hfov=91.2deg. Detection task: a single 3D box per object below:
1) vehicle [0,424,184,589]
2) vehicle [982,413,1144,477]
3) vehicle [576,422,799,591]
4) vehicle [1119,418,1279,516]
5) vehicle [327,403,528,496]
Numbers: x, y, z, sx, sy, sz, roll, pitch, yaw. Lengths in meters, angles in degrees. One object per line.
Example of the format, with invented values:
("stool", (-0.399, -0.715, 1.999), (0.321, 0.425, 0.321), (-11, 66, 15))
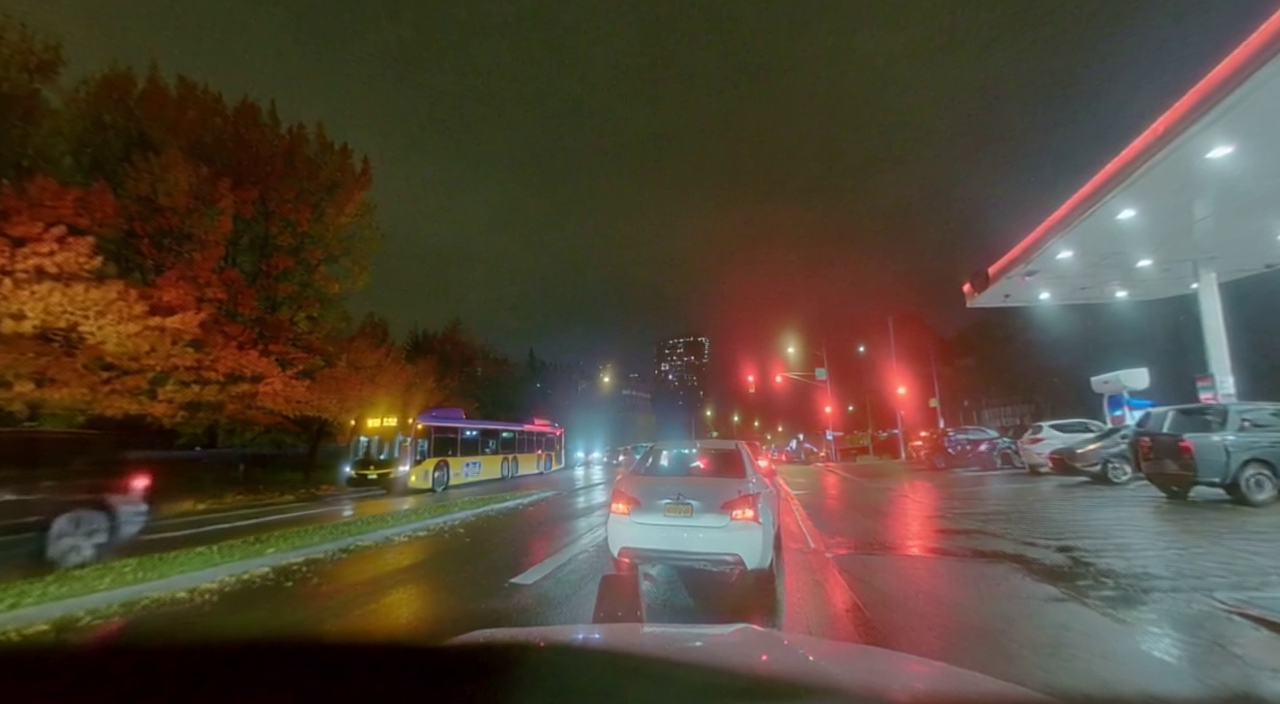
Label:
("vehicle", (-8.010, 1.610, 6.416), (2.147, 1.741, 5.239), (-2, -9, 10))
("vehicle", (13.671, 3.045, 20.527), (3.693, 1.671, 2.014), (-7, -9, 12))
("vehicle", (0.822, 1.747, 7.927), (2.092, 1.507, 4.078), (-2, -9, 12))
("vehicle", (11.502, 1.833, 10.527), (4.894, 1.451, 2.089), (-5, -10, 11))
("vehicle", (-8.534, 4.319, 27.824), (3.189, 3.205, 11.526), (-2, -9, 10))
